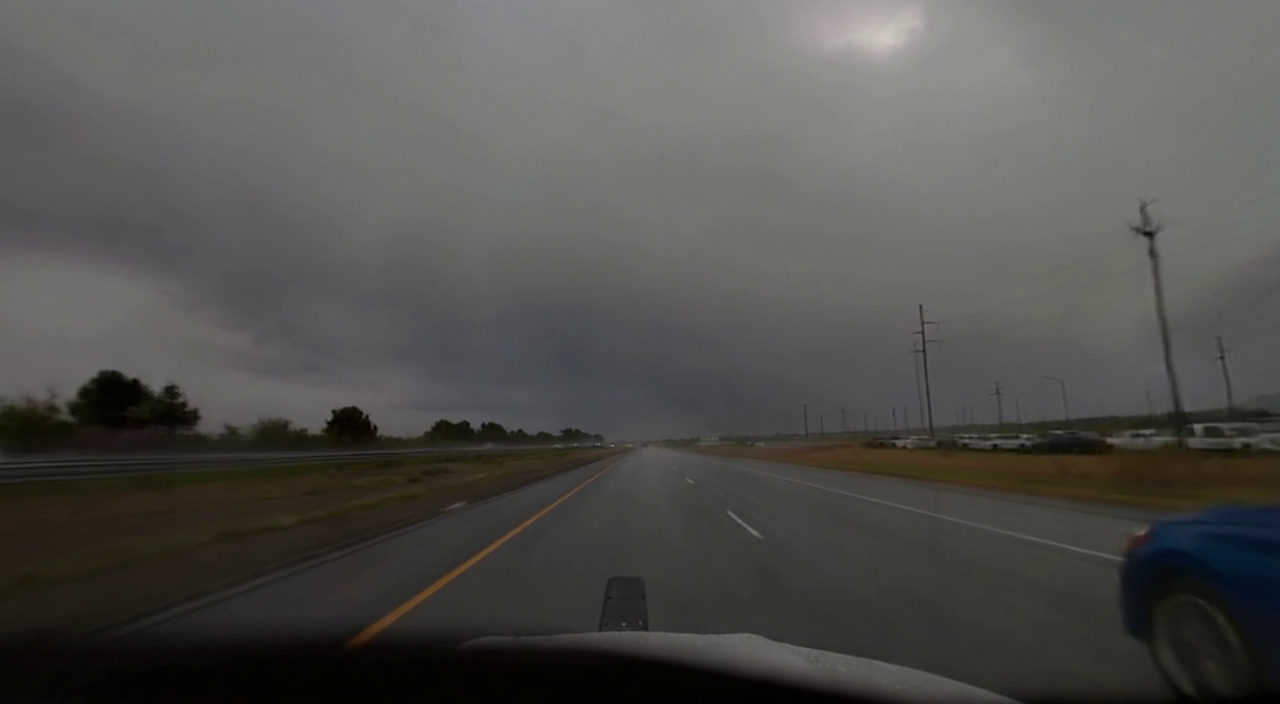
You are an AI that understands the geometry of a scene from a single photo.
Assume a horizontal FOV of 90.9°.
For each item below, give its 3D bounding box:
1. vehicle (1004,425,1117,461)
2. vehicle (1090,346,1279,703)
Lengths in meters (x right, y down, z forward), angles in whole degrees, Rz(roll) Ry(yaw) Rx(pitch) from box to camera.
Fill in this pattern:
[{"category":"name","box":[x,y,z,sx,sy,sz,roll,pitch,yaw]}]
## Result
[{"category":"vehicle","box":[32.106,7.034,48.672,2.717,2.508,8.501,0,-9,-1]},{"category":"vehicle","box":[3.510,0.603,1.070,2.044,1.658,4.640,0,-8,0]}]
